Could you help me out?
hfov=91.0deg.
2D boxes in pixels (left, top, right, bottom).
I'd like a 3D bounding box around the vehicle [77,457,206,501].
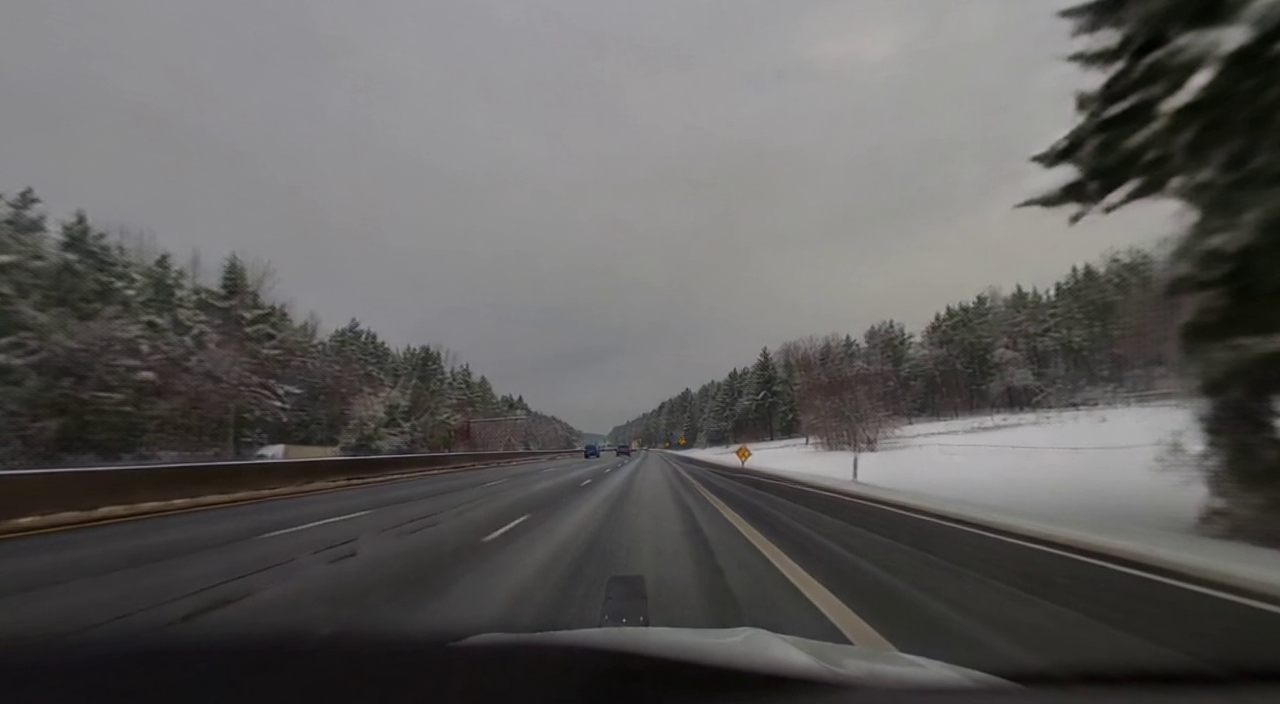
[{"bbox_3d":[-19.287,4.894,24.596,1.743,1.431,3.925,1,-8,1],"label":"vehicle"}]
